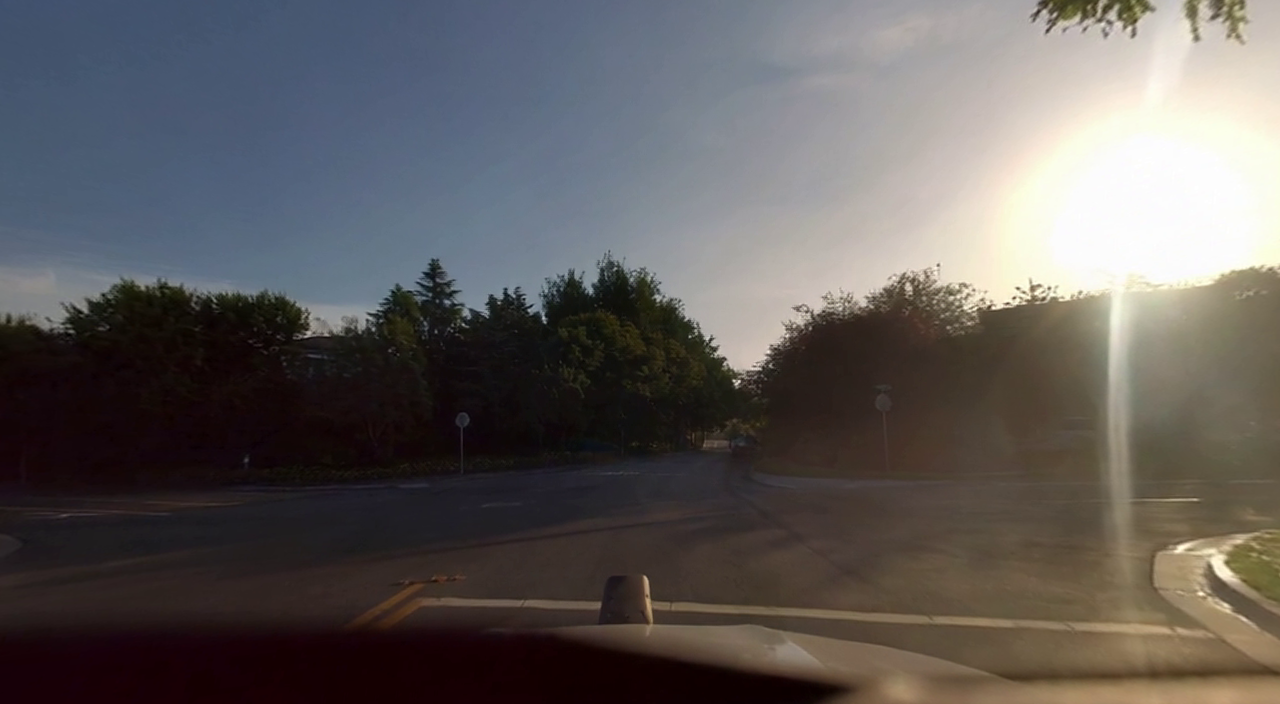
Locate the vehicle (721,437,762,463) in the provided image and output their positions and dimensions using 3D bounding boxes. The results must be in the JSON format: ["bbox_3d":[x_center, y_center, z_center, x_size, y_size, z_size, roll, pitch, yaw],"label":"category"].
[{"bbox_3d":[8.083,7.712,49.736,2.258,1.947,4.762,-3,-9,20],"label":"vehicle"}]
